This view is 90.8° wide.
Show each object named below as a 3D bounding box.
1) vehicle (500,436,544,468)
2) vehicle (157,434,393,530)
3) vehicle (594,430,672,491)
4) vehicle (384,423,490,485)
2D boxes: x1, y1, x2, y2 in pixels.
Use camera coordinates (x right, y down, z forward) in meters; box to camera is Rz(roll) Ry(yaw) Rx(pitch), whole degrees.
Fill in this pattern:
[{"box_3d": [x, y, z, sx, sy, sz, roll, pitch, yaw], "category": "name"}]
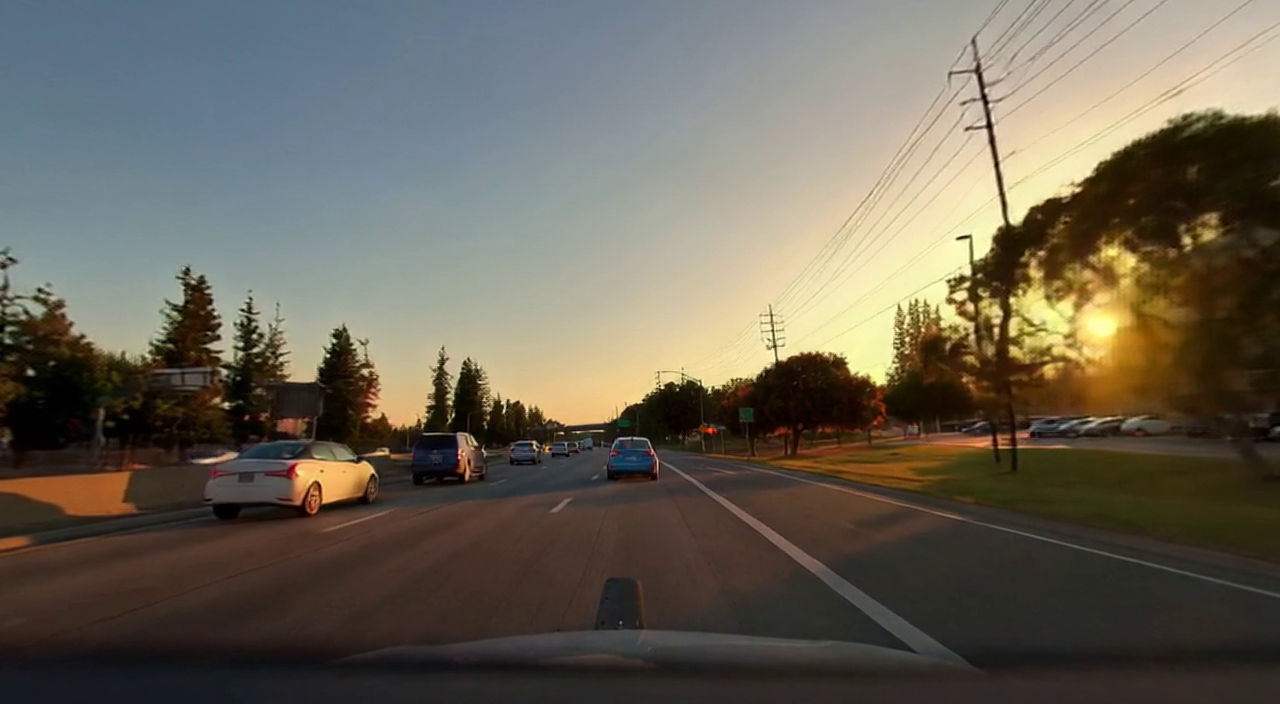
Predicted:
[{"box_3d": [-6.984, 5.942, 37.643, 1.914, 1.756, 4.179, 0, -8, -2], "category": "vehicle"}, {"box_3d": [-6.660, 2.384, 12.283, 1.900, 1.483, 4.547, 0, -8, -1], "category": "vehicle"}, {"box_3d": [-0.205, 3.296, 19.562, 2.140, 1.653, 4.108, 0, -8, 0], "category": "vehicle"}, {"box_3d": [-6.950, 3.560, 22.320, 2.144, 1.905, 4.967, 0, -8, 0], "category": "vehicle"}]
